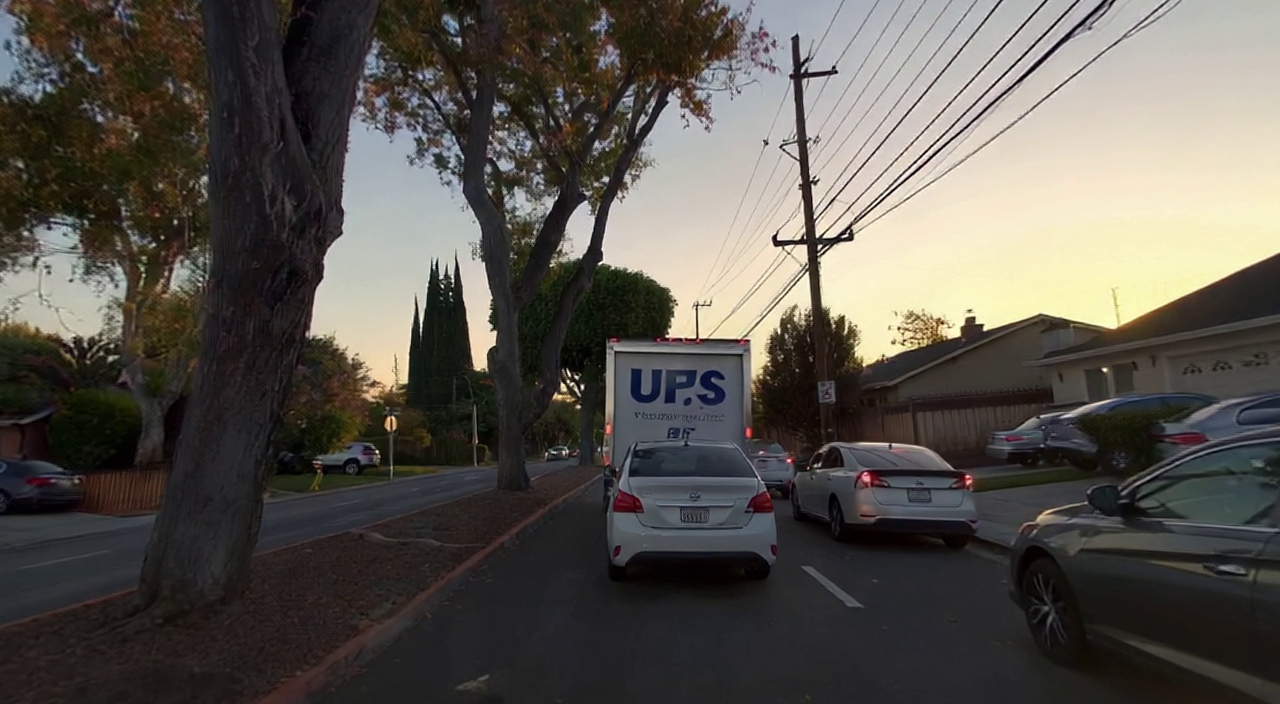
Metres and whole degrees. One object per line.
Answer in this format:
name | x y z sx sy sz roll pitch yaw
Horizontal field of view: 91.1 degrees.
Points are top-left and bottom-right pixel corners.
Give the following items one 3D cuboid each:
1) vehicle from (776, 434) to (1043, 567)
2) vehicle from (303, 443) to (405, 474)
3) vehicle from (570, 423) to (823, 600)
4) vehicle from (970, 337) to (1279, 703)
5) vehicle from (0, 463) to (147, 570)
vehicle | 3.512 2.006 9.344 1.993 1.479 4.487 0 -8 0
vehicle | -17.411 6.477 38.313 5.274 1.793 1.921 0 -8 3
vehicle | 0.480 1.692 7.619 2.158 1.499 4.377 0 -8 0
vehicle | 3.309 0.772 1.926 2.069 1.722 4.888 0 -8 2
vehicle | -10.350 2.489 9.485 1.925 1.482 4.753 0 -8 0
